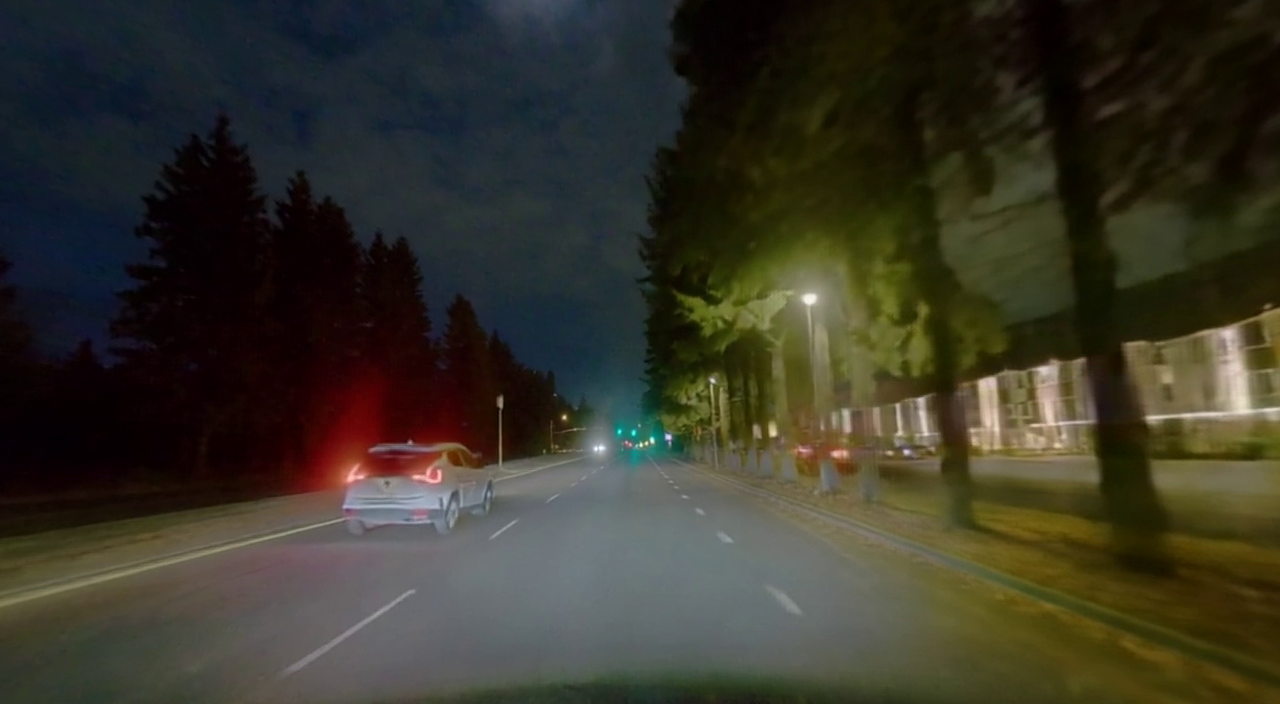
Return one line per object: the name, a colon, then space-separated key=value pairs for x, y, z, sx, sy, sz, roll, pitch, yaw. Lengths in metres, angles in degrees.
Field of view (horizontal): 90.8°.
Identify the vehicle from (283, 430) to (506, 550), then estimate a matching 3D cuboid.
vehicle: x=-3.653 y=2.108 z=10.318 sx=2.030 sy=1.550 sz=3.925 roll=0 pitch=-8 yaw=0
